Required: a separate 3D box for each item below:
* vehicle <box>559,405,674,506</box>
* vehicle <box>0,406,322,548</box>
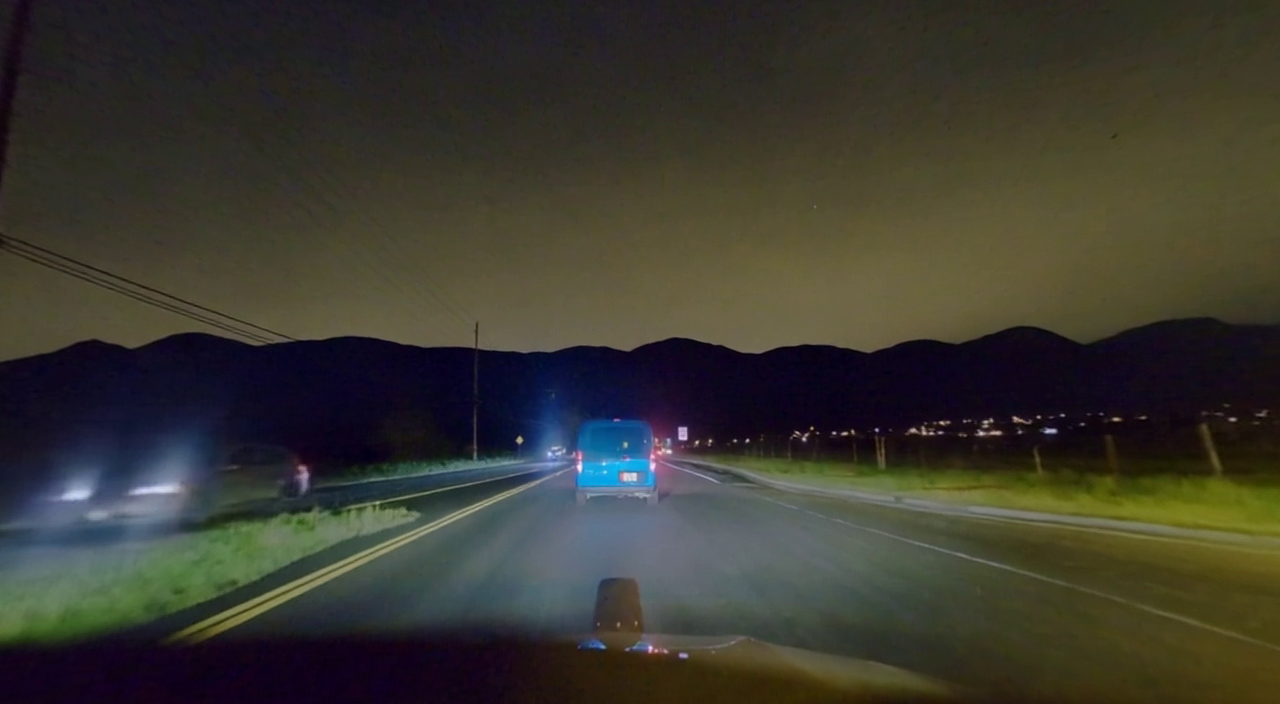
[{"bbox_3d":[-0.607,2.556,15.823,2.454,2.144,4.535,0,-8,-3],"label":"vehicle"},{"bbox_3d":[-9.448,2.451,13.186,2.260,2.264,5.982,0,-8,2],"label":"vehicle"}]
